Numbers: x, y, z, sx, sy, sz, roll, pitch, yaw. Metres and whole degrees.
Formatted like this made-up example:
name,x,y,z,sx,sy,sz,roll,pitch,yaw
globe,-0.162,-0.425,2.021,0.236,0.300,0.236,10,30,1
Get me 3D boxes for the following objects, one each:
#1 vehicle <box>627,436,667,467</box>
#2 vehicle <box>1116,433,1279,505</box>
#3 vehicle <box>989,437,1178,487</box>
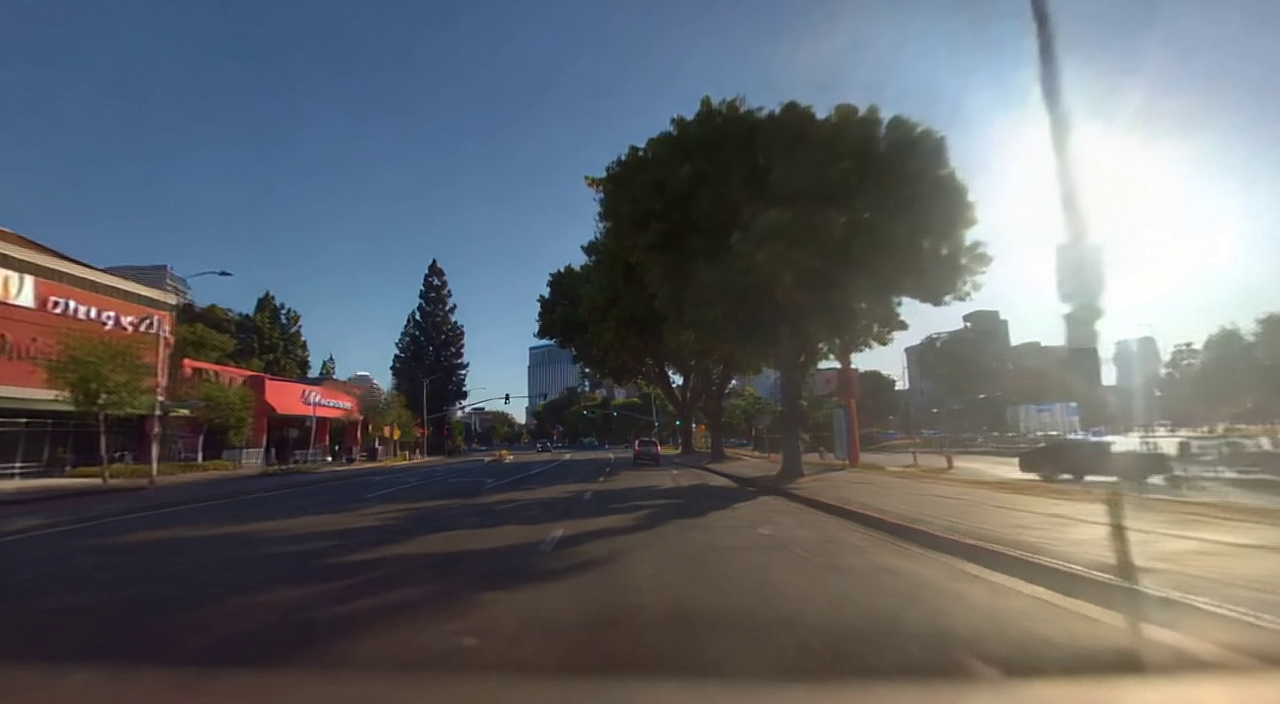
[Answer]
name,x,y,z,sx,sy,sz,roll,pitch,yaw
vehicle,0.374,5.866,37.334,2.230,1.683,4.204,0,-8,0
vehicle,13.883,2.613,14.425,4.395,1.497,1.975,0,-7,1
vehicle,13.836,3.434,19.876,4.602,1.461,1.899,1,-8,-5
